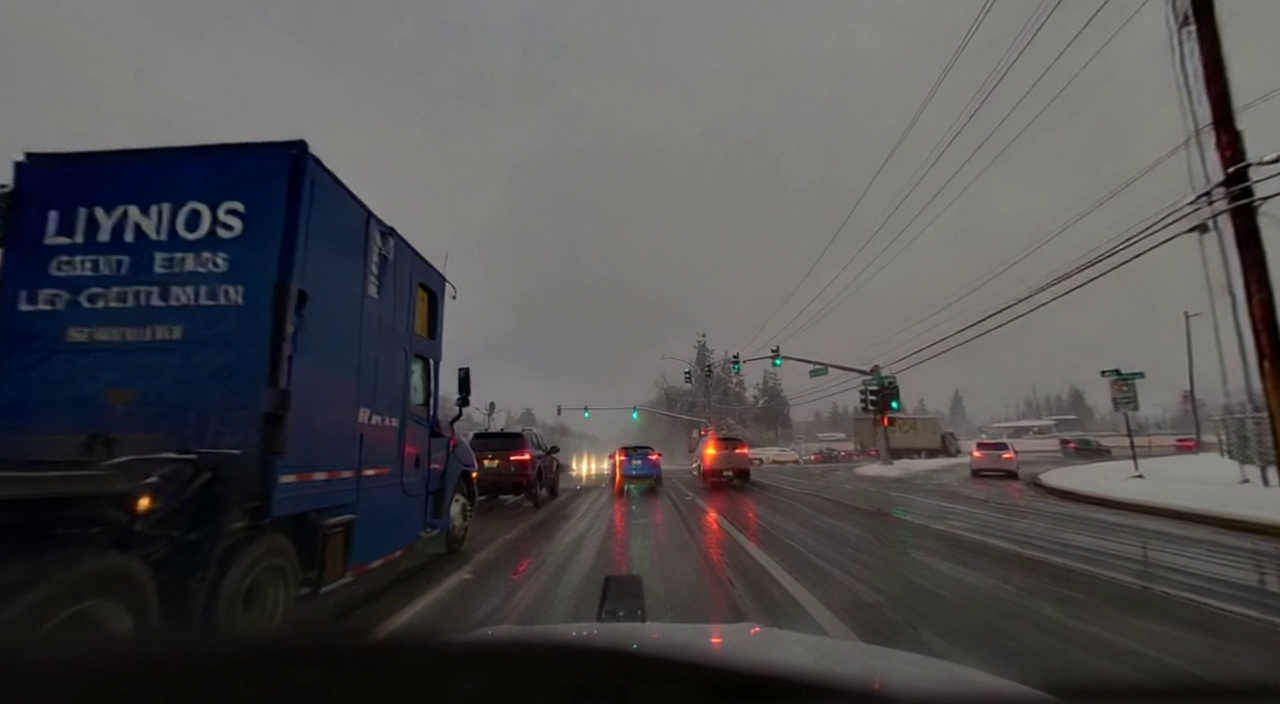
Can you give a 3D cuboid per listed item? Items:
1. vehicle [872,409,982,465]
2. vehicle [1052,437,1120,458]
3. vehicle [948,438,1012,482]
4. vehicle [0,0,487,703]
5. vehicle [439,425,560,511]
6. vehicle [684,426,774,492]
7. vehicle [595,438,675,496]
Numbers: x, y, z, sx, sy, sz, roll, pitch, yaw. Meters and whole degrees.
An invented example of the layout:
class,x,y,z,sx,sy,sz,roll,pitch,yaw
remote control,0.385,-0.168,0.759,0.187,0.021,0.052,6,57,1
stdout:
class,x,y,z,sx,sy,sz,roll,pitch,yaw
vehicle,19.135,5.674,42.101,6.670,3.450,2.666,3,-10,-24
vehicle,35.021,7.479,49.545,5.208,1.624,1.927,4,-10,-25
vehicle,14.429,4.552,26.940,2.102,1.662,4.533,-5,-10,27
vehicle,-3.402,0.293,4.072,2.889,3.347,8.285,0,-9,-1
vehicle,-3.298,2.832,15.845,1.994,1.806,4.564,0,-9,0
vehicle,2.697,3.404,20.341,2.086,1.849,4.607,0,-9,-2
vehicle,-0.184,3.374,18.846,2.117,1.499,4.036,0,-9,-1
